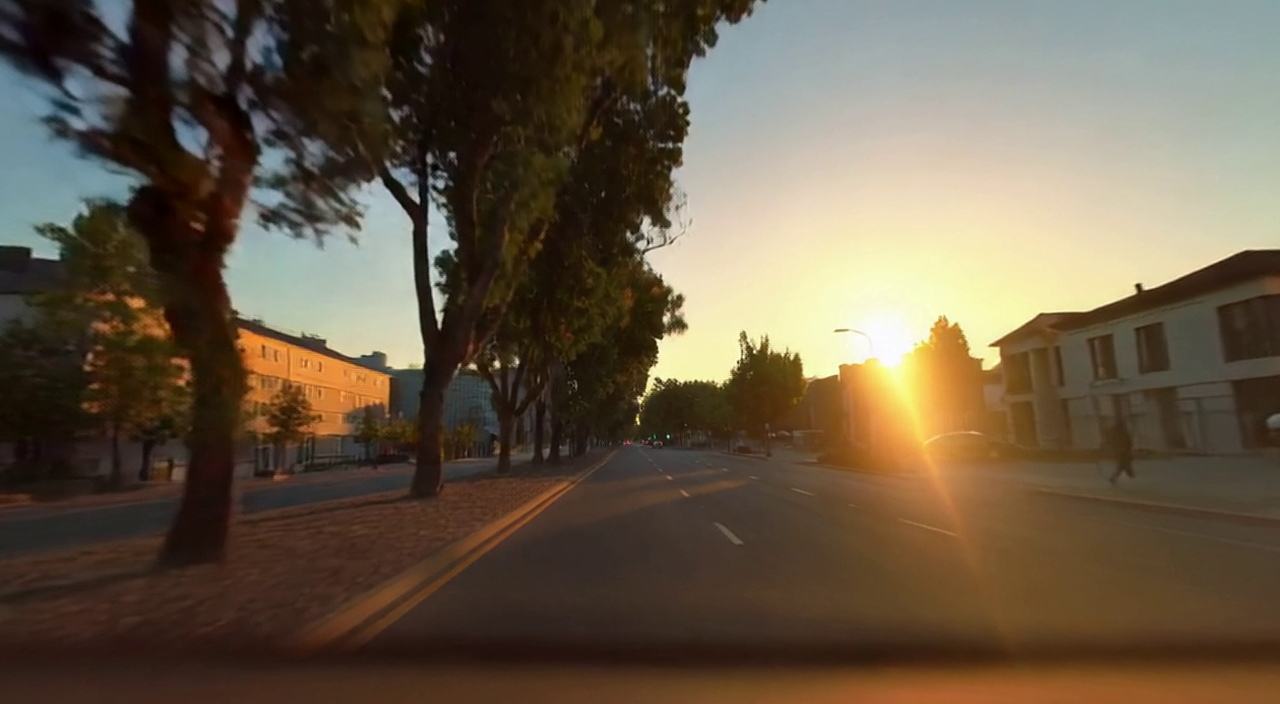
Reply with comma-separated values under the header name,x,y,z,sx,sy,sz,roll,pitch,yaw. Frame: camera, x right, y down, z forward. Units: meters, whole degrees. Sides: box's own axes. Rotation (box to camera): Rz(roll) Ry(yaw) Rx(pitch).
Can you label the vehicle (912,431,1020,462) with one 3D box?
name,x,y,z,sx,sy,sz,roll,pitch,yaw
vehicle,16.921,4.921,32.934,4.505,1.498,2.068,0,-8,-3
